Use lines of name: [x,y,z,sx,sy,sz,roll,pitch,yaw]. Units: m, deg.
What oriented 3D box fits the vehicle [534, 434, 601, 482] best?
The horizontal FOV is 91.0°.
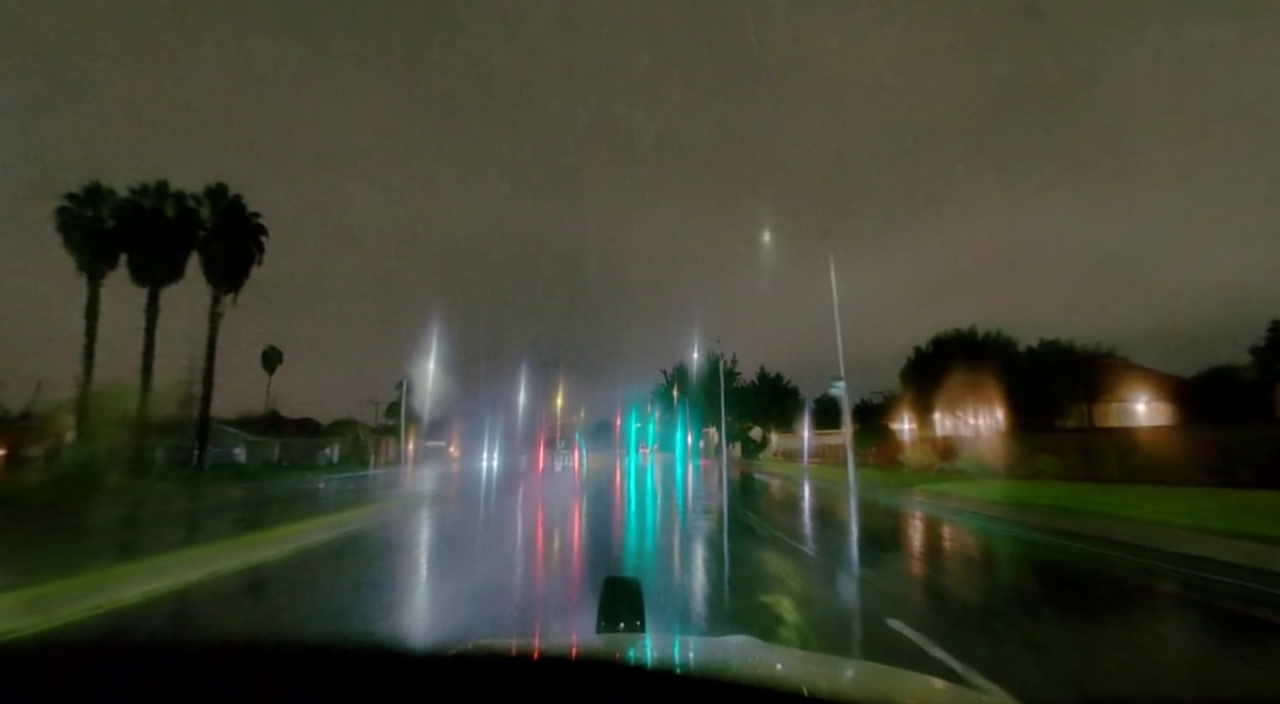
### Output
vehicle: [-3.193,4.871,29.140,2.370,1.968,5.698,0,-9,0]
